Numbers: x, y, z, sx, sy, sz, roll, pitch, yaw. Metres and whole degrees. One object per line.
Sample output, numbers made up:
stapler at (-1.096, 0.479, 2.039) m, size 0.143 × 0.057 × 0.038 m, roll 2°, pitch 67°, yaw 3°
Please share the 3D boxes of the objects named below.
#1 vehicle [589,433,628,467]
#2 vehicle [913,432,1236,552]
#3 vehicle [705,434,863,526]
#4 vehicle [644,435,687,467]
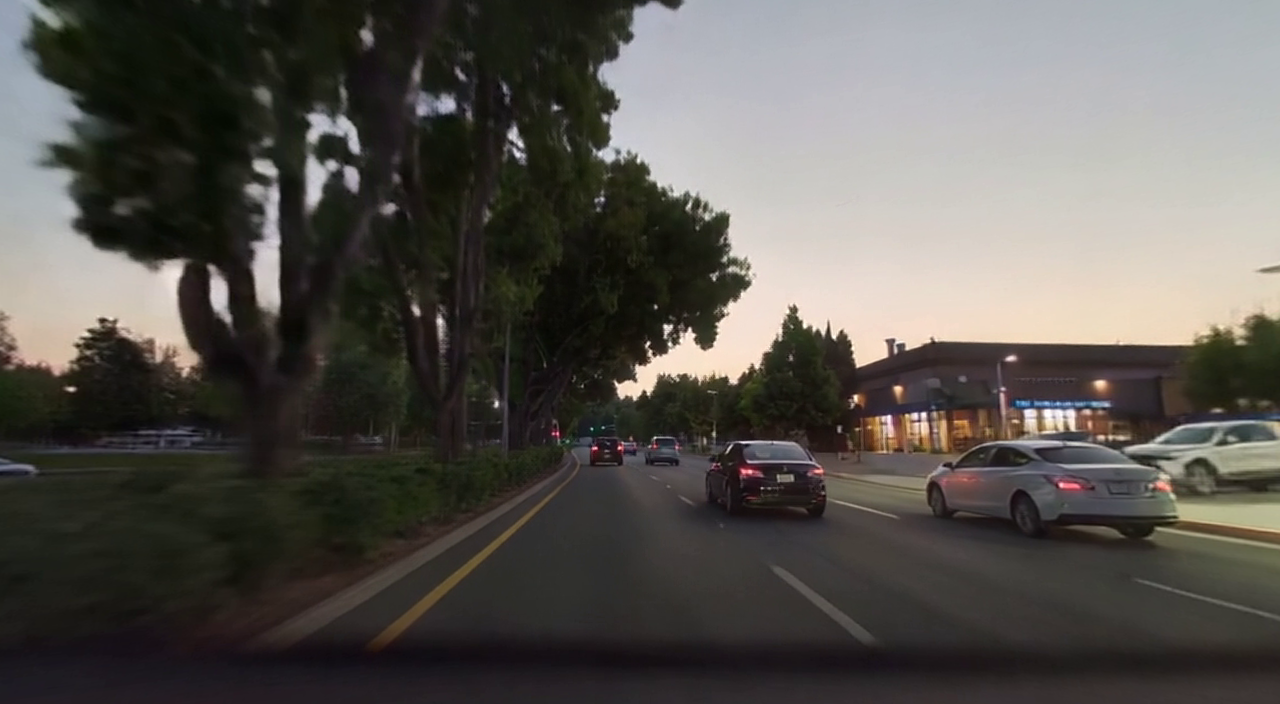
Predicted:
vehicle at (-1.810, 5.561, 35.778) m, size 2.051 × 1.798 × 4.168 m, roll 1°, pitch -8°, yaw -4°
vehicle at (6.372, 2.057, 10.025) m, size 1.917 × 1.457 × 4.274 m, roll 1°, pitch -8°, yaw -3°
vehicle at (2.553, 2.377, 12.334) m, size 1.883 × 1.452 × 4.258 m, roll 1°, pitch -8°, yaw -3°
vehicle at (1.454, 5.807, 37.075) m, size 2.000 × 1.745 × 4.206 m, roll 1°, pitch -8°, yaw -5°
